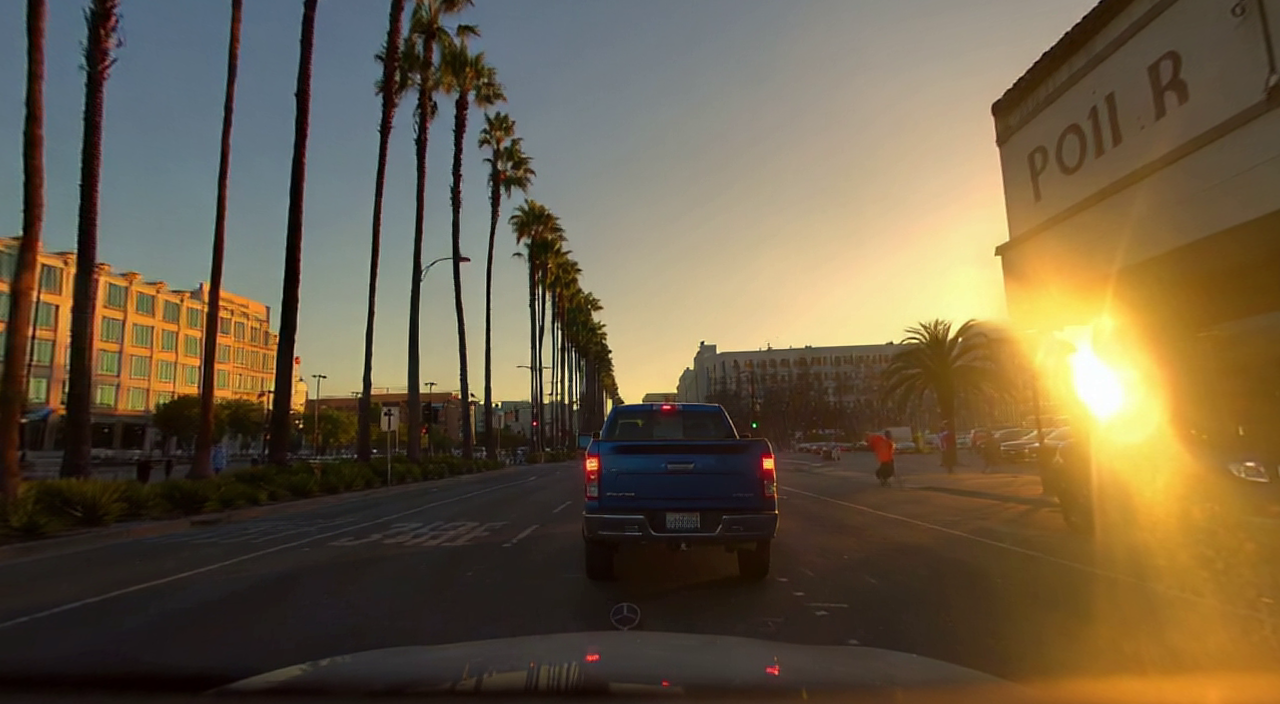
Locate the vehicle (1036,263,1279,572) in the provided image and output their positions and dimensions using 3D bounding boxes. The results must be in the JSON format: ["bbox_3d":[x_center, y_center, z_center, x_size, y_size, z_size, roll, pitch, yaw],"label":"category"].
[{"bbox_3d":[7.871,0.906,8.580,2.666,3.345,3.622,-1,-9,7],"label":"vehicle"}]

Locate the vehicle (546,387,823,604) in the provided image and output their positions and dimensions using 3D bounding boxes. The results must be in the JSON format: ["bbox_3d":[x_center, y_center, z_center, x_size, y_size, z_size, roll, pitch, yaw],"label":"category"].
[{"bbox_3d":[0.407,1.595,8.010,2.311,1.819,5.255,0,-8,1],"label":"vehicle"}]
